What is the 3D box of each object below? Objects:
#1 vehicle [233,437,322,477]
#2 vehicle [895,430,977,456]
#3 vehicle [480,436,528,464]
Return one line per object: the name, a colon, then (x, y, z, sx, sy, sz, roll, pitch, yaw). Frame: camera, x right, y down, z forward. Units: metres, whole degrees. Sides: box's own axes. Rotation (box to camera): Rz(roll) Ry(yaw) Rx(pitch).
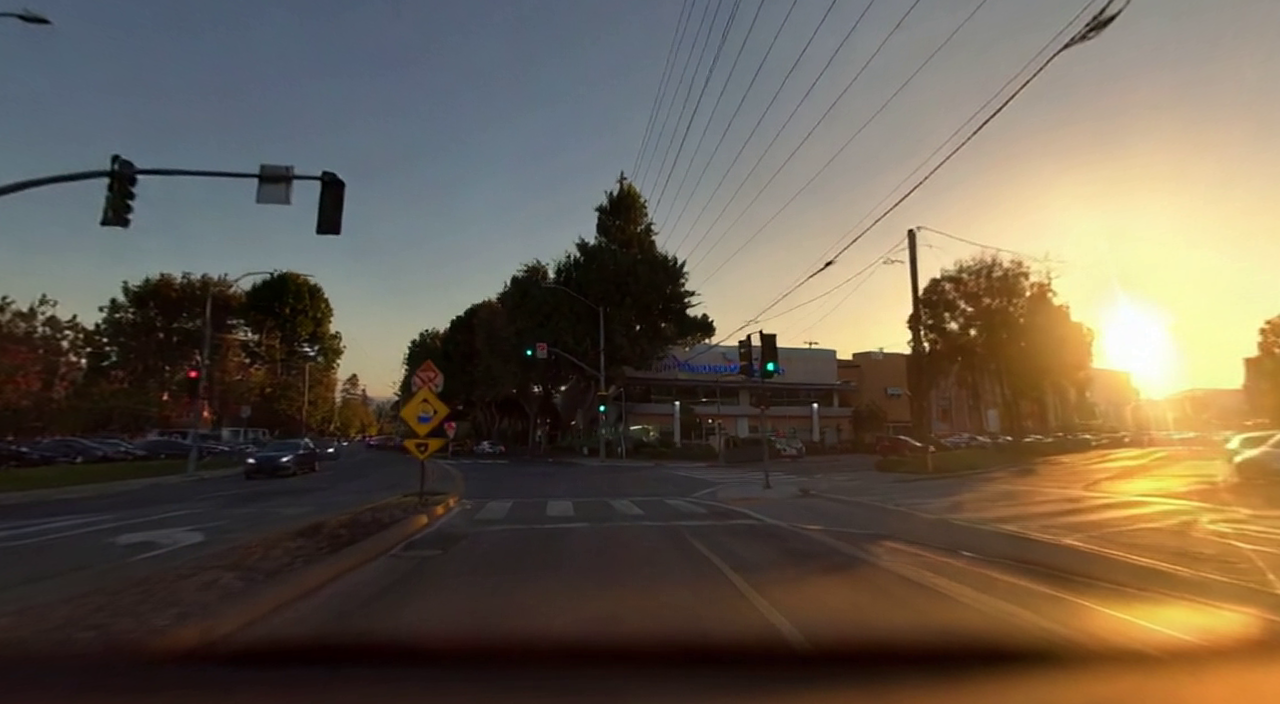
vehicle: (-15.129, 4.349, 26.691, 2.207, 1.503, 4.561, 2, -8, -17)
vehicle: (19.950, 6.132, 42.711, 4.544, 1.630, 2.055, -1, -8, 8)
vehicle: (-7.915, 5.642, 36.603, 2.094, 1.500, 3.682, 3, -8, -21)
